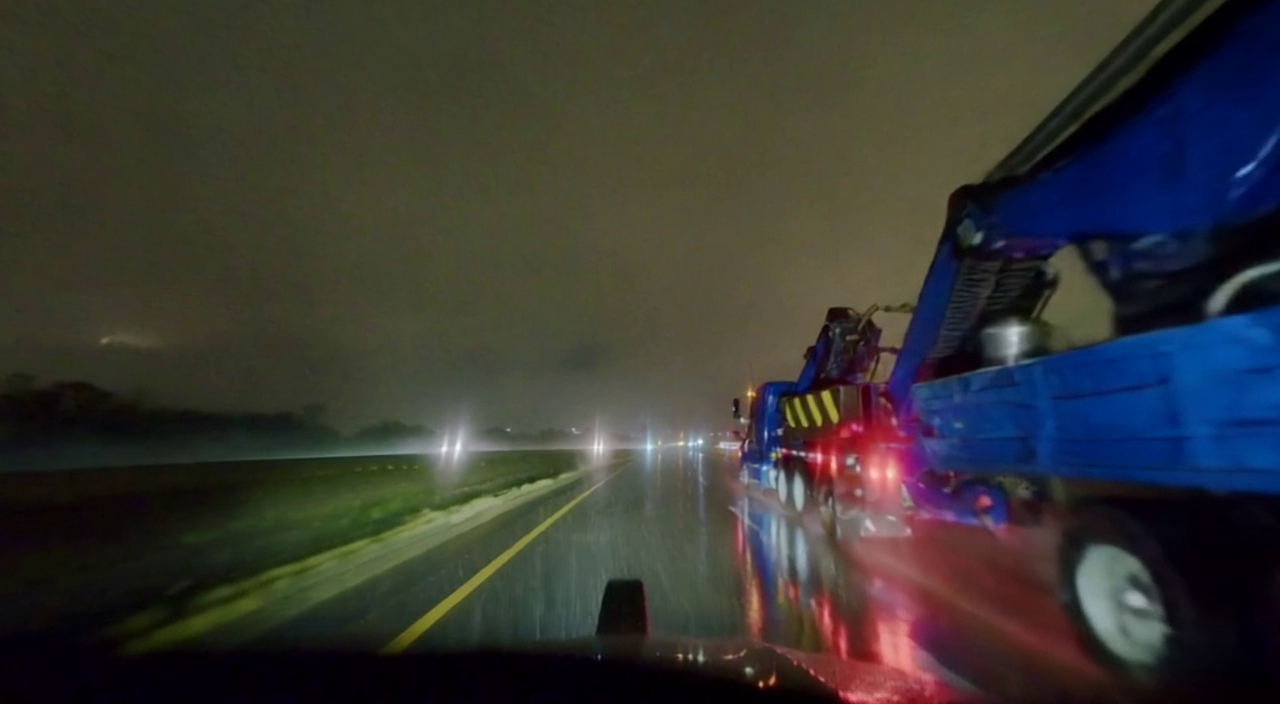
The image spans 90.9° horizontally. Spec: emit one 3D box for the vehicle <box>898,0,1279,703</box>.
[{"bbox_3d":[3.969,-0.236,2.412,2.959,3.724,7.068,0,-8,1],"label":"vehicle"}]
